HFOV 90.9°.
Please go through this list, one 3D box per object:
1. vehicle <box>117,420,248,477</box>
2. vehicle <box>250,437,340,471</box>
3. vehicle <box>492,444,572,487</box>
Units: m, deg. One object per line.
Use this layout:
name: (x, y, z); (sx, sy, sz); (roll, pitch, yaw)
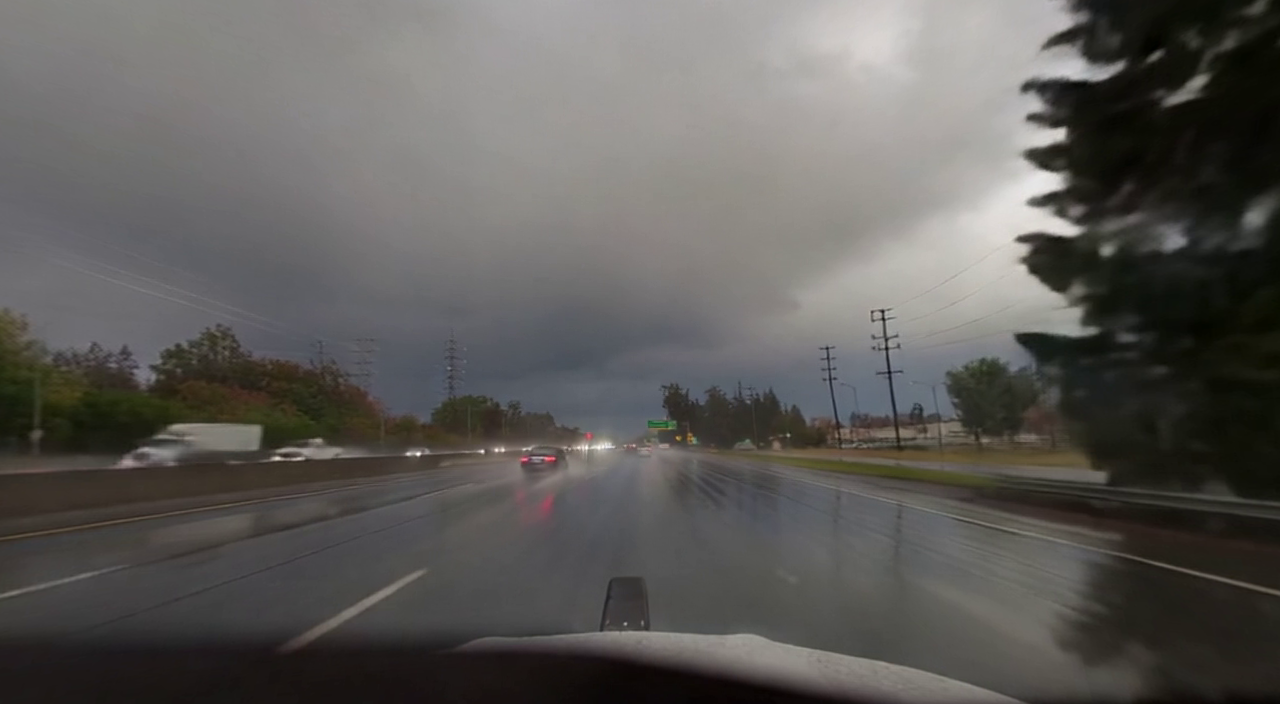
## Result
vehicle: (-28.024, 5.961, 39.155); (2.746, 3.161, 7.145); (0, -9, -1)
vehicle: (-22.332, 6.616, 41.214); (2.208, 1.997, 6.406); (-1, -9, 1)
vehicle: (-3.800, 4.075, 23.028); (2.048, 1.368, 4.613); (-1, -9, 1)
